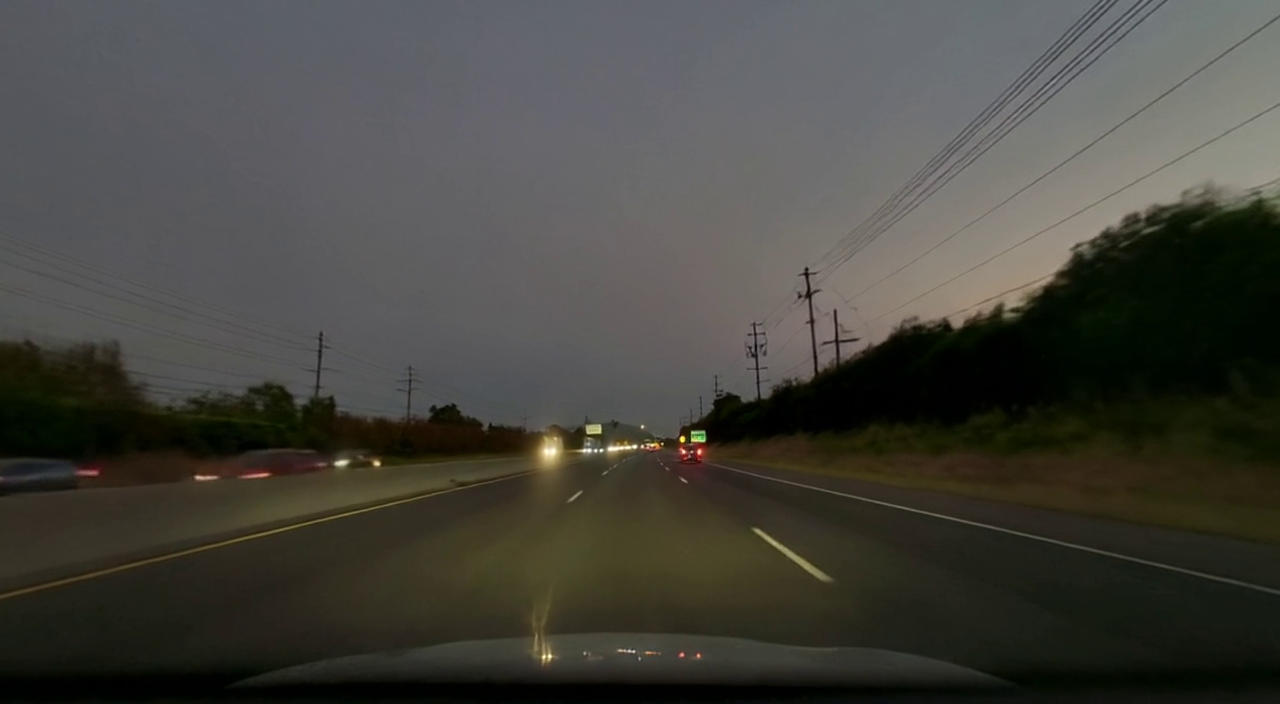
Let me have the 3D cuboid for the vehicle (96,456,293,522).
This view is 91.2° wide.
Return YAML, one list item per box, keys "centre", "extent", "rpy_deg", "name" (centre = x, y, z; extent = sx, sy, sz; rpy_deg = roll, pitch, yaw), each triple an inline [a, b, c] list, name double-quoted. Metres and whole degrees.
- centre: [-11.593, 3.551, 16.813]
  extent: [1.994, 1.464, 4.494]
  rpy_deg: [0, -9, 0]
  name: "vehicle"

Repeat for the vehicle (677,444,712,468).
- centre: [3.820, 7.312, 44.224]
  extent: [2.054, 1.565, 4.089]
  rpy_deg: [0, -9, -1]
  name: "vehicle"
